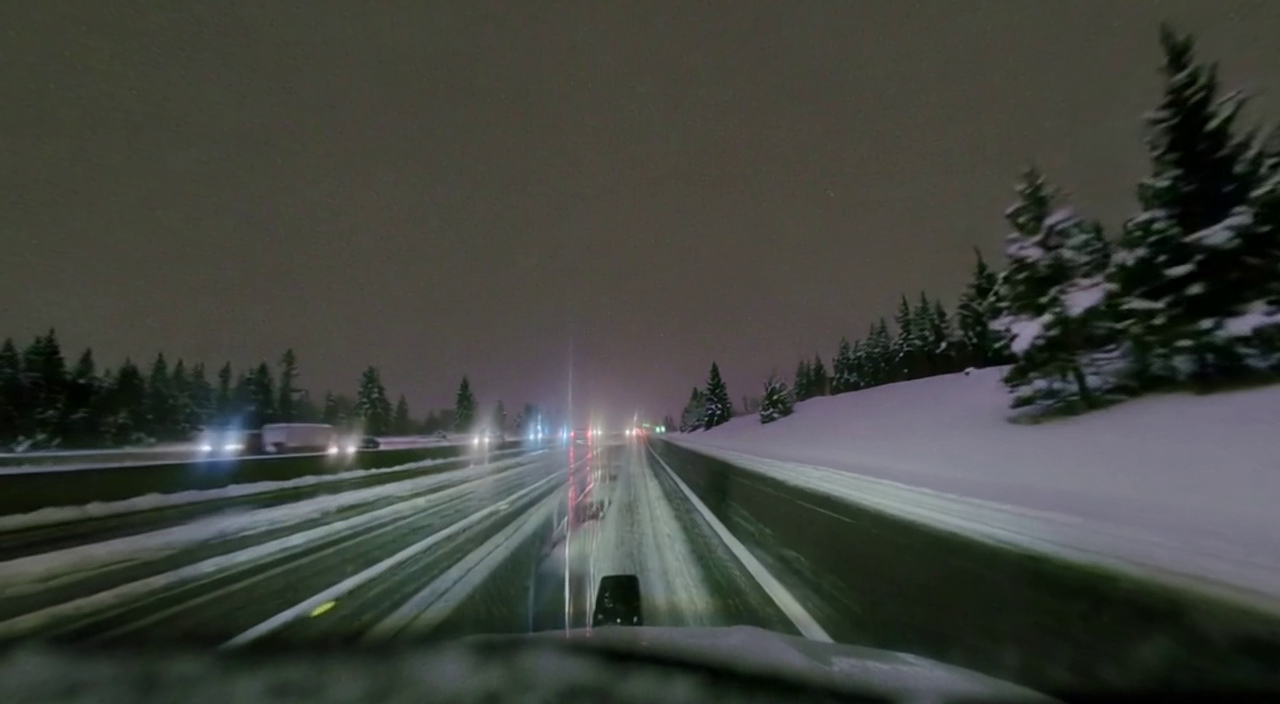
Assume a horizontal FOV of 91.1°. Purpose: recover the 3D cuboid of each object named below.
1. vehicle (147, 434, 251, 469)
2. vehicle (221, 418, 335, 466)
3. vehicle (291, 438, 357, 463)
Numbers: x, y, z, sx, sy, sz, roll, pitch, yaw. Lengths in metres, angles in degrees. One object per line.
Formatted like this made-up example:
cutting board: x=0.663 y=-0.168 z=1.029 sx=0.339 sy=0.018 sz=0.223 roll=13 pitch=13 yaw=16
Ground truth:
vehicle: x=-24.554 y=5.520 z=35.315 sx=2.084 sy=1.814 sz=5.135 roll=0 pitch=-8 yaw=0
vehicle: x=-24.728 y=6.236 z=43.631 sx=2.801 sy=2.969 sz=8.618 roll=0 pitch=-8 yaw=-1
vehicle: x=-20.346 y=6.321 z=40.698 sx=1.885 sy=1.493 sz=4.479 roll=0 pitch=-8 yaw=0
